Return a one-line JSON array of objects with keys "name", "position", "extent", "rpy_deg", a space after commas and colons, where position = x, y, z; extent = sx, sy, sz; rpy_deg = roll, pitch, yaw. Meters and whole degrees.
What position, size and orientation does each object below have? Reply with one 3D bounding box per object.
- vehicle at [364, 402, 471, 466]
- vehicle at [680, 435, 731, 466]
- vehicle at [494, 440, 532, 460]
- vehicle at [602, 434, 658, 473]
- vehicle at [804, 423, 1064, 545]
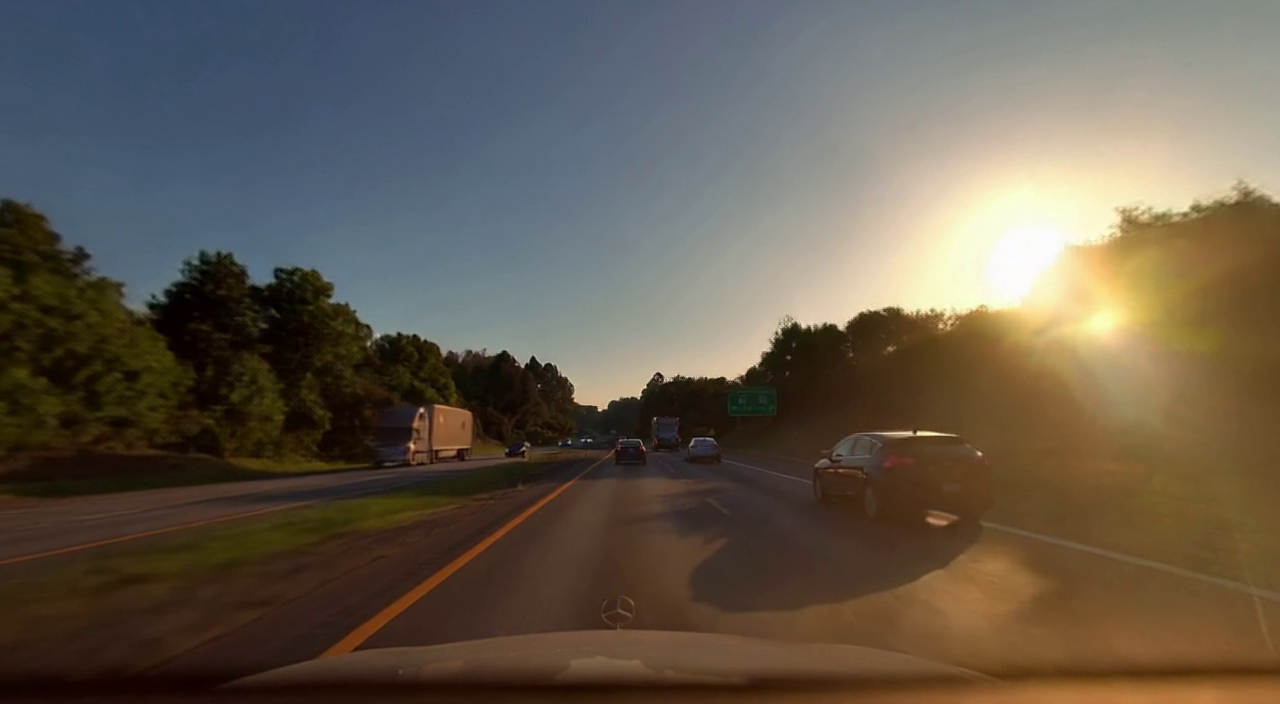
[{"name": "vehicle", "position": [-14.573, 5.545, 42.649], "extent": [3.122, 3.682, 11.678], "rpy_deg": [1, -7, -1]}, {"name": "vehicle", "position": [3.271, 5.007, 32.336], "extent": [2.004, 1.469, 4.472], "rpy_deg": [0, -8, -2]}, {"name": "vehicle", "position": [-9.624, 7.442, 48.076], "extent": [1.982, 1.455, 4.161], "rpy_deg": [0, -8, 0]}, {"name": "vehicle", "position": [-0.424, 4.131, 25.901], "extent": [2.143, 1.466, 3.693], "rpy_deg": [0, -8, -2]}, {"name": "vehicle", "position": [4.284, 1.952, 10.145], "extent": [2.066, 1.526, 4.216], "rpy_deg": [0, -8, -2]}]
